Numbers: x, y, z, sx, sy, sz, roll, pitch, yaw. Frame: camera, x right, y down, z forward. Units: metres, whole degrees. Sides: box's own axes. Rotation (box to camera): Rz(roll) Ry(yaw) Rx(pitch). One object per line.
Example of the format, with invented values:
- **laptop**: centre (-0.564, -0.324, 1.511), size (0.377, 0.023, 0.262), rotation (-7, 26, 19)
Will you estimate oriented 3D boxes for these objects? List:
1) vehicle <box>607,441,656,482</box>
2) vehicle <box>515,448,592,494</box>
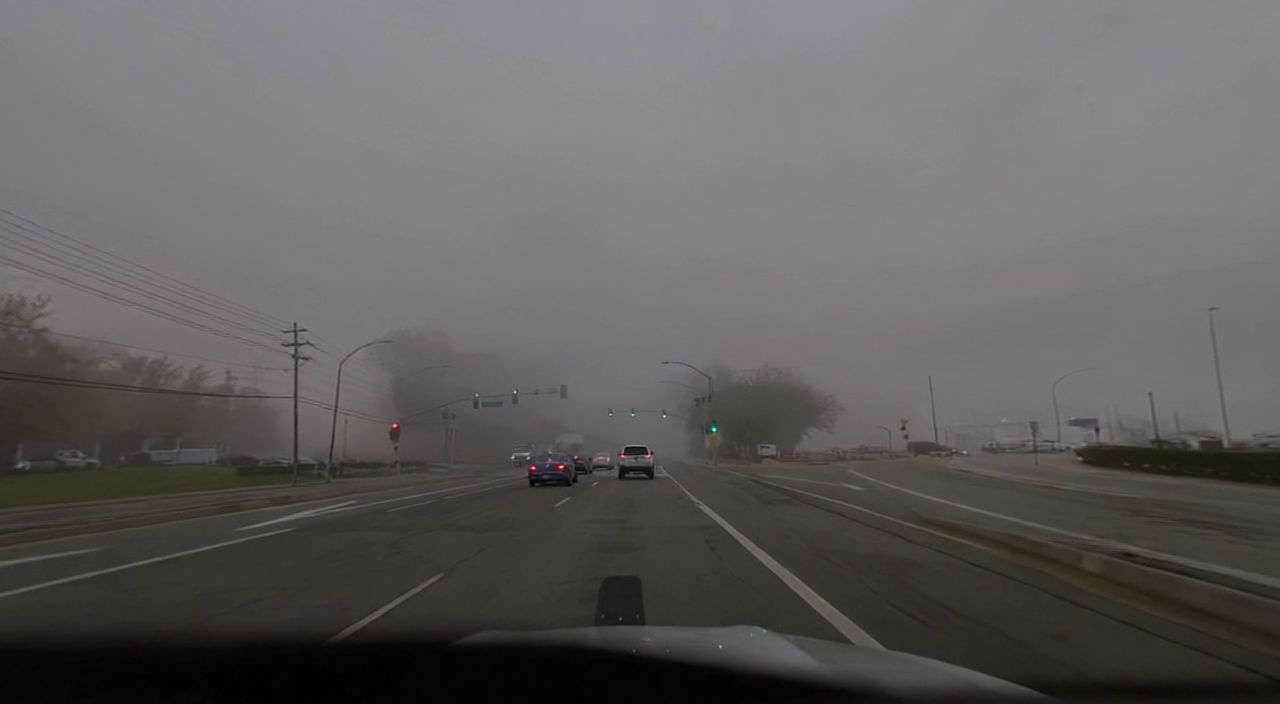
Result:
- **vehicle**: centre (-0.355, 5.338, 30.982), size (2.276, 1.850, 3.897), rotation (0, -8, 1)
- **vehicle**: centre (-3.062, 4.312, 23.320), size (2.064, 1.464, 4.373), rotation (0, -8, 2)
